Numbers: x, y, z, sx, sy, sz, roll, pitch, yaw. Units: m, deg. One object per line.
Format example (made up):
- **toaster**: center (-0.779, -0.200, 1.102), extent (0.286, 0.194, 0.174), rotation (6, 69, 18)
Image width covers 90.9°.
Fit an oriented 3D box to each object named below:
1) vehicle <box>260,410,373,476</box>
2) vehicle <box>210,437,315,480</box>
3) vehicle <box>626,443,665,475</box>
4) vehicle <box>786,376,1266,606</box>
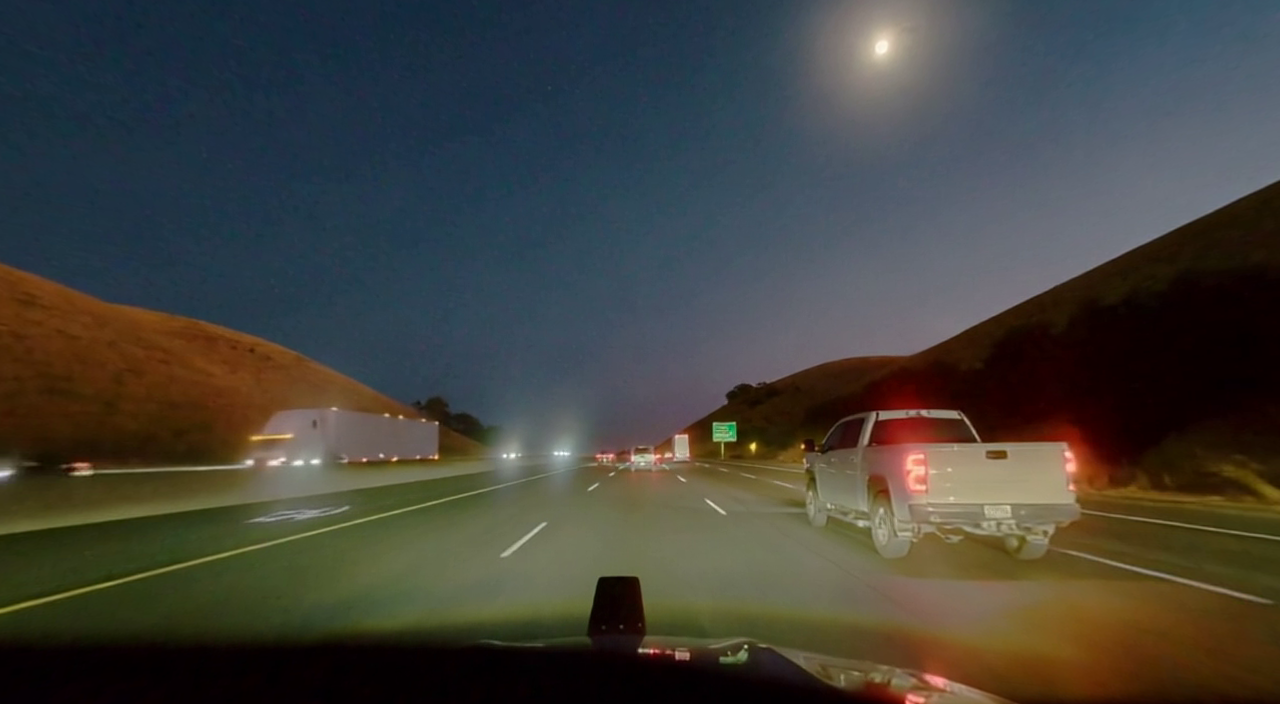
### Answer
- **vehicle**: center (-20.113, 5.748, 39.925), extent (3.064, 3.722, 7.499), rotation (0, -8, 0)
- **vehicle**: center (-16.056, 4.540, 27.118), extent (1.855, 1.664, 4.257), rotation (0, -8, 0)
- **vehicle**: center (0.263, 6.005, 35.719), extent (2.086, 1.685, 4.206), rotation (0, -8, 0)
- **vehicle**: center (4.027, 1.630, 8.466), extent (2.700, 1.980, 5.866), rotation (0, -8, 0)
